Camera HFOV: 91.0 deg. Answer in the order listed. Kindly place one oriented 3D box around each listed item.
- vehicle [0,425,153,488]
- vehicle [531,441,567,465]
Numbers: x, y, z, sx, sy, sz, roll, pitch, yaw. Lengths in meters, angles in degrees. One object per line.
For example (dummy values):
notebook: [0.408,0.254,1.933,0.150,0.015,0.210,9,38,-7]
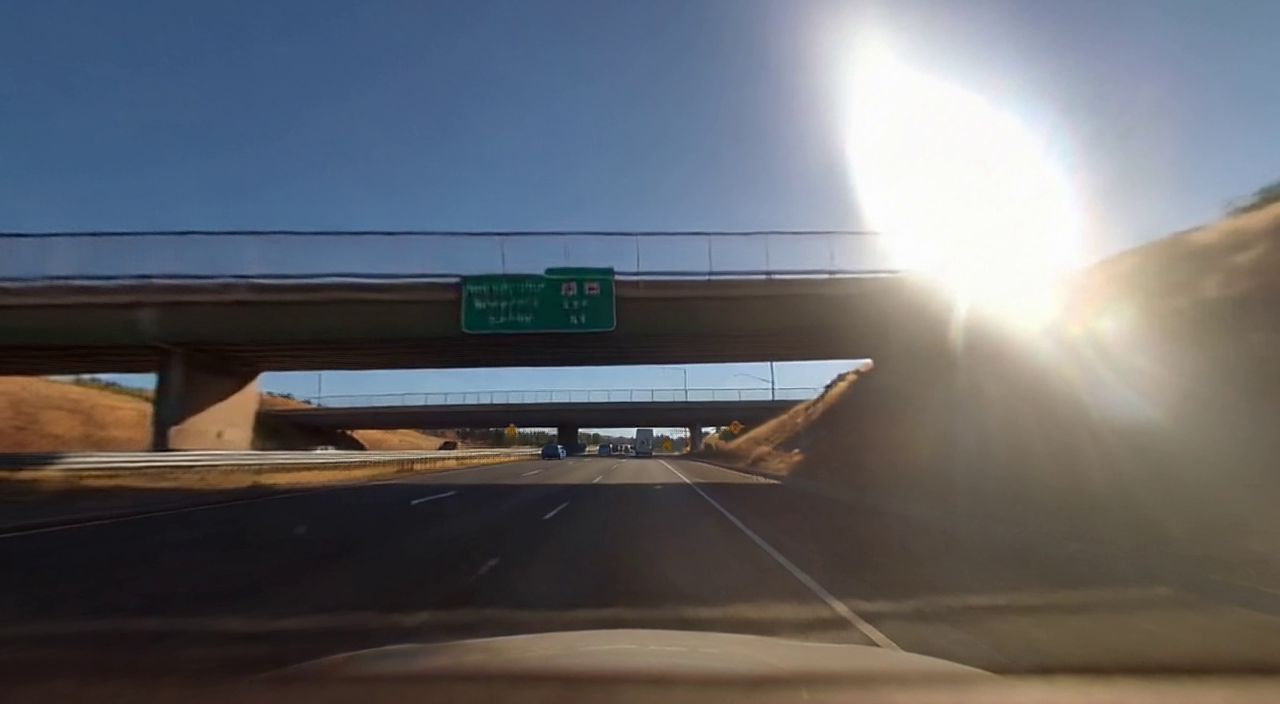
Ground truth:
vehicle: [-35.980,6.250,37.909,2.813,3.385,13.135,0,-9,0]
vehicle: [-7.061,7.889,49.342,2.070,1.738,4.733,0,-9,0]
